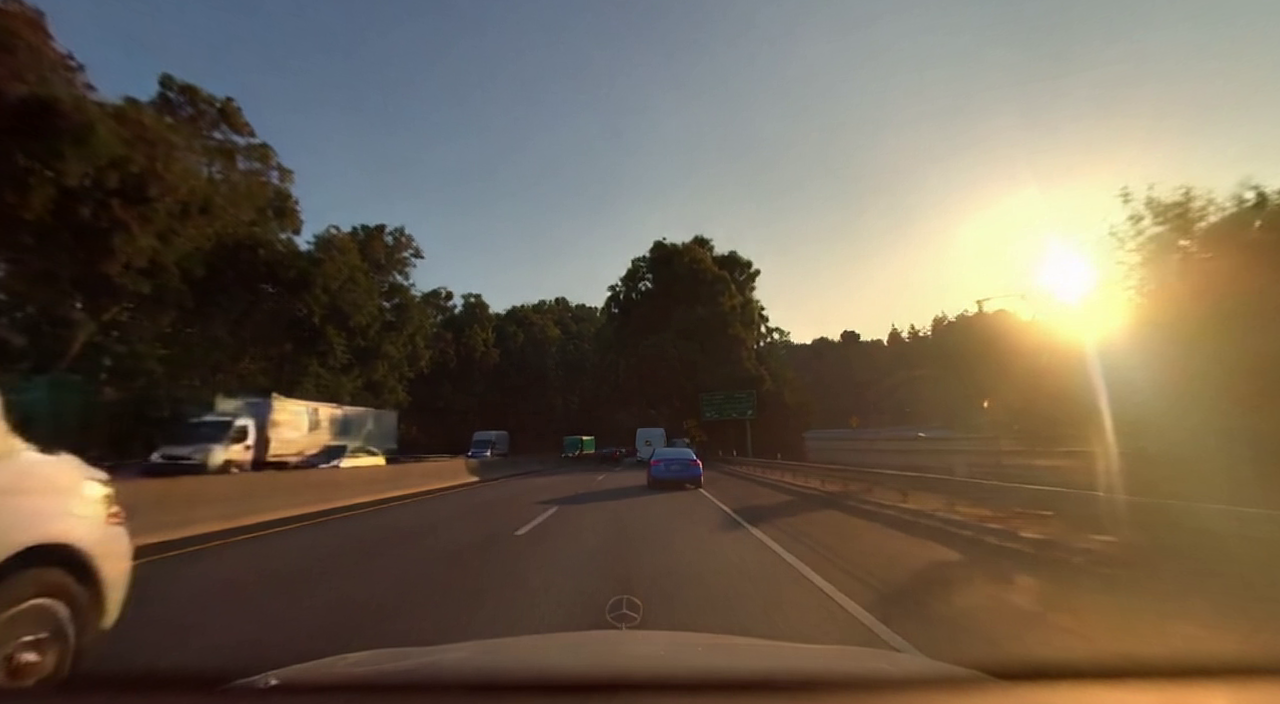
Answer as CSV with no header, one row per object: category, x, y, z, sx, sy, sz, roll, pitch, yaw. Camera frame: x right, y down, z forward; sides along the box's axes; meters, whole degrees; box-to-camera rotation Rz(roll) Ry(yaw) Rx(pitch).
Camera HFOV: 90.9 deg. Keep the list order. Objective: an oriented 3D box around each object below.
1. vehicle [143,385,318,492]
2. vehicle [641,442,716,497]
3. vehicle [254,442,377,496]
vehicle,-16.714,3.644,26.405,2.956,3.936,6.173,0,-9,1
vehicle,1.058,3.497,19.057,2.012,1.485,3.649,0,-9,0
vehicle,-12.225,4.410,24.200,2.042,1.813,4.926,0,-9,1
